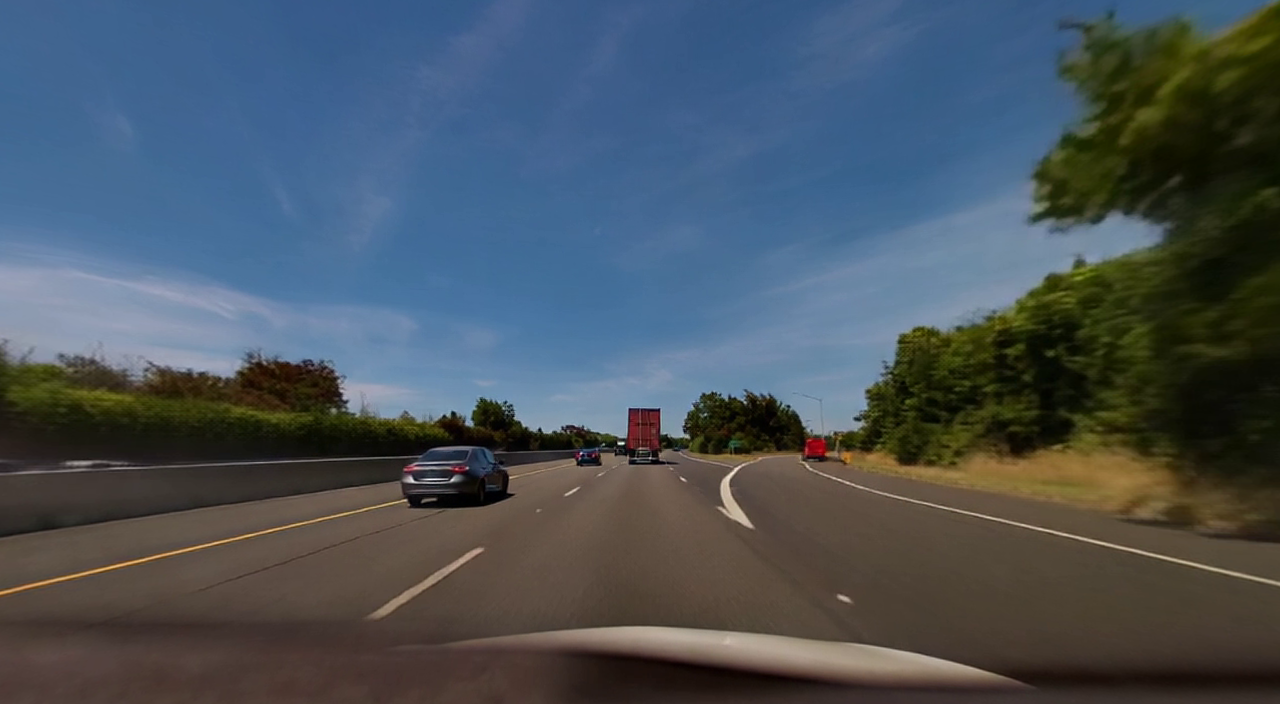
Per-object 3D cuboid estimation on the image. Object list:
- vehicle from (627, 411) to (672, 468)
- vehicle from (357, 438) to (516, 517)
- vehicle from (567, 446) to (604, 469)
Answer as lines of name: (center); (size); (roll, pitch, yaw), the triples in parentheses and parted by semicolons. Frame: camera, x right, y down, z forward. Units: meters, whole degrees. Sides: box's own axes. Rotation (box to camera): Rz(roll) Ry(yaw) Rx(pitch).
vehicle: (0.678, 6.256, 44.635); (2.893, 3.628, 9.081); (0, -9, 1)
vehicle: (-4.255, 2.693, 14.030); (2.010, 1.461, 4.391); (0, -9, 1)
vehicle: (-3.599, 7.054, 42.344); (1.981, 1.435, 4.199); (0, -9, 2)
